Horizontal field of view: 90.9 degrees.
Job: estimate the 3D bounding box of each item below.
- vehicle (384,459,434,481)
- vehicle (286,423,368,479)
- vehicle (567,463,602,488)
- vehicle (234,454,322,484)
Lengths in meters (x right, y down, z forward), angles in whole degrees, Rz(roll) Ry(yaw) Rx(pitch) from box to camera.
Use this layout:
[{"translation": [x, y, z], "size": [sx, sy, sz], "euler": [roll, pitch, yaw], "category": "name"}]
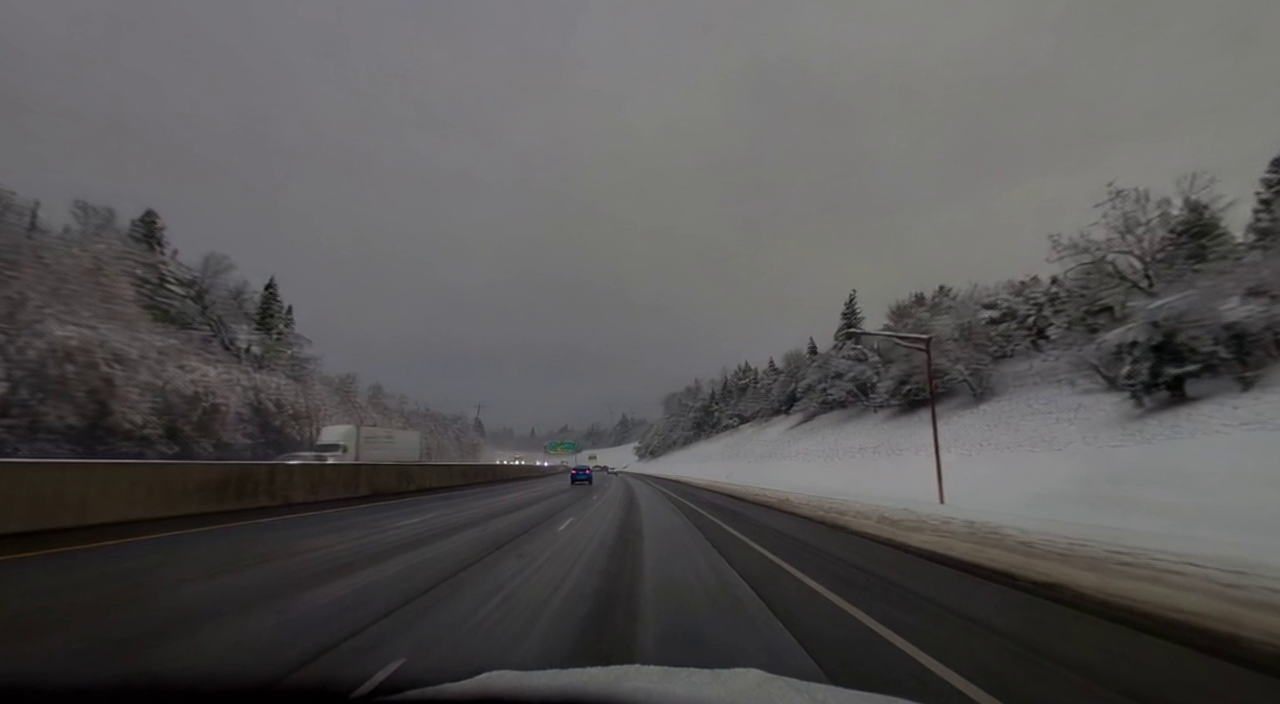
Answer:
[{"translation": [-16.351, 8.393, 44.820], "size": [1.885, 1.464, 4.601], "euler": [1, -10, -1], "category": "vehicle"}, {"translation": [-23.887, 7.660, 48.486], "size": [3.203, 3.952, 5.905], "euler": [1, -10, -2], "category": "vehicle"}, {"translation": [-3.998, 8.965, 45.846], "size": [2.194, 1.704, 4.421], "euler": [1, -10, -1], "category": "vehicle"}, {"translation": [-19.657, 6.384, 34.503], "size": [2.157, 1.508, 4.446], "euler": [1, -10, -1], "category": "vehicle"}]
